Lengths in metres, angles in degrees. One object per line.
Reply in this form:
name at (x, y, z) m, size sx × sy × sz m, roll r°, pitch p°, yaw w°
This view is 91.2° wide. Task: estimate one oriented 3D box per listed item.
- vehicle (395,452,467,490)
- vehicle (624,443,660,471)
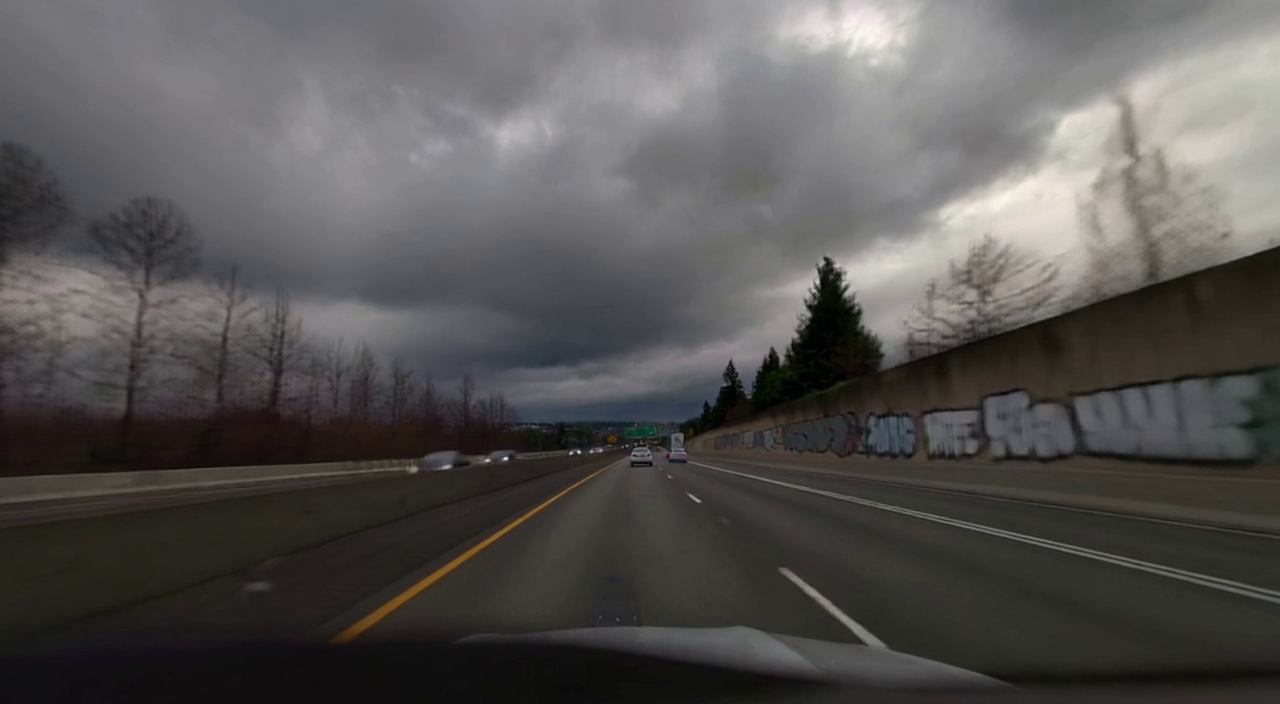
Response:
vehicle at (-9.343, 5.316, 28.327) m, size 1.894 × 1.513 × 4.009 m, roll 0°, pitch -9°, yaw 0°
vehicle at (0.103, 6.553, 39.340) m, size 2.095 × 1.671 × 4.219 m, roll 0°, pitch -9°, yaw -1°
